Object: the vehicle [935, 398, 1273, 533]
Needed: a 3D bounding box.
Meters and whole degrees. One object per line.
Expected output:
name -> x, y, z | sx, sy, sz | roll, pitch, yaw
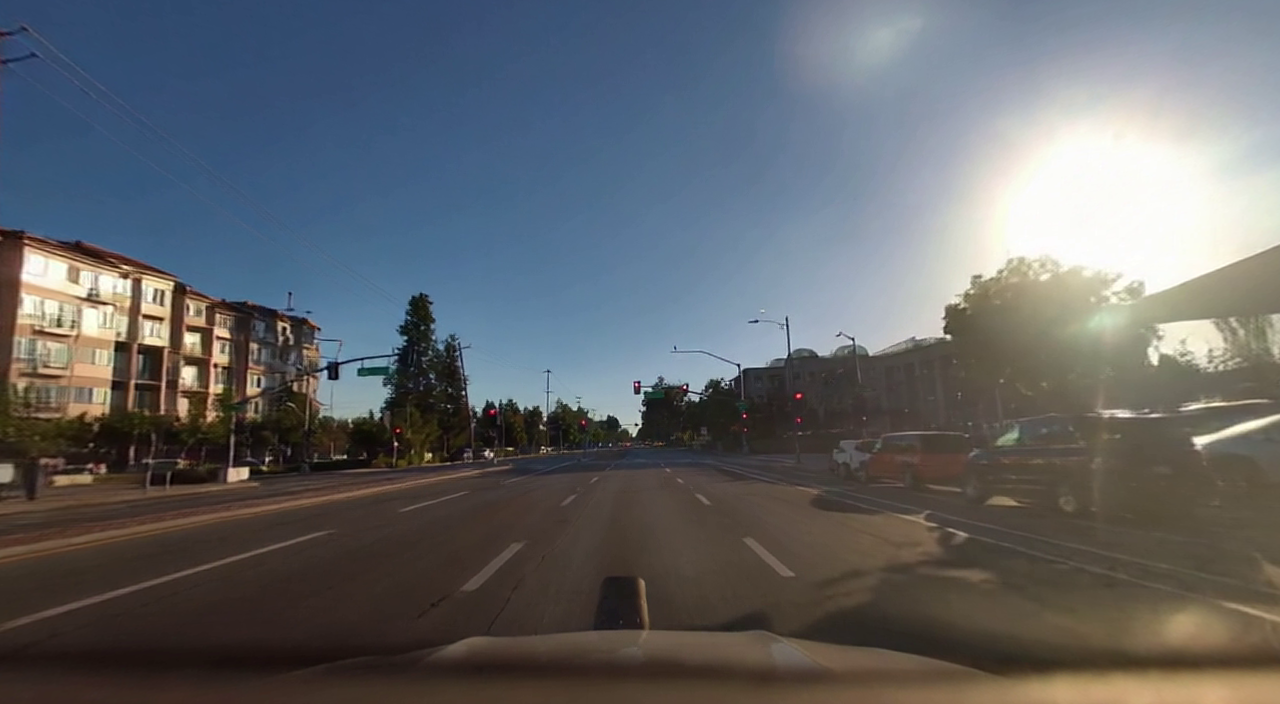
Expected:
vehicle -> 7.756, 1.984, 11.569 | 2.130, 1.877, 5.334 | 0, -8, 0
